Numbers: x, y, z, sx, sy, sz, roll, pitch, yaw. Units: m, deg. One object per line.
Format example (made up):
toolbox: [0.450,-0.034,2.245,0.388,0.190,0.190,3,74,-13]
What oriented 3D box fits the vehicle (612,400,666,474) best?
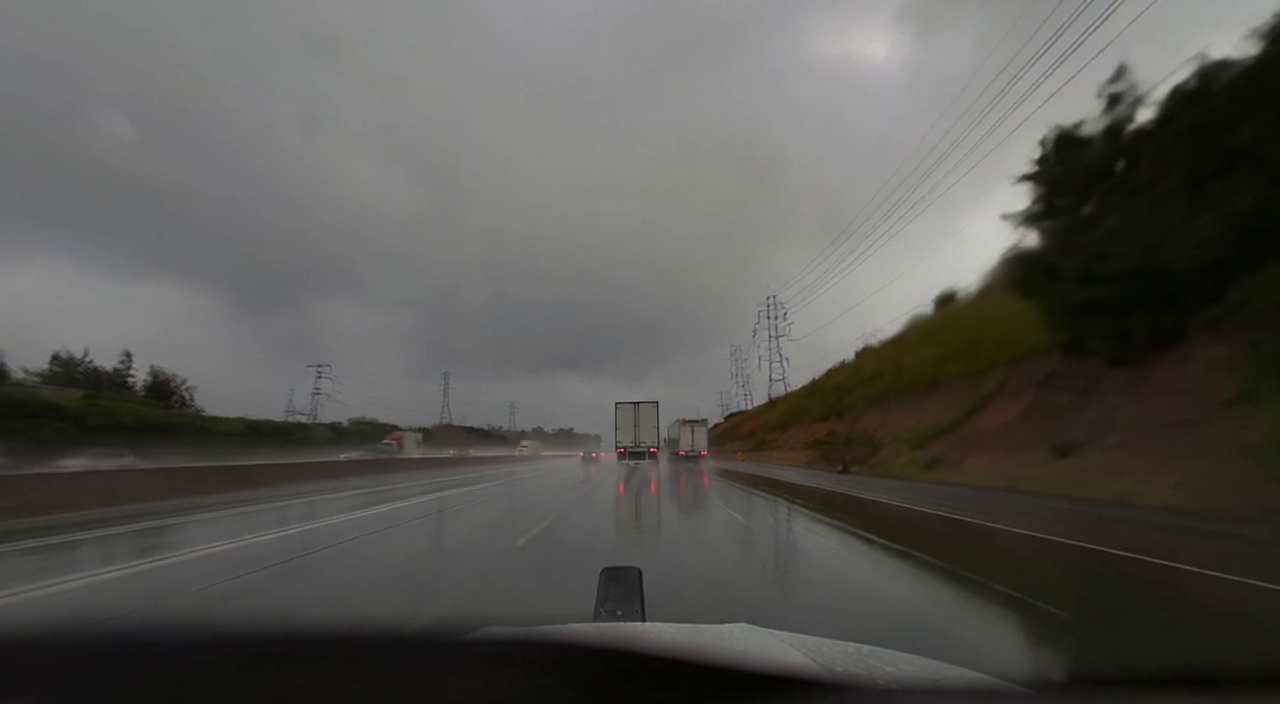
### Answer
vehicle: [-0.063,5.524,40.340,2.985,4.025,10.982,0,-9,0]
